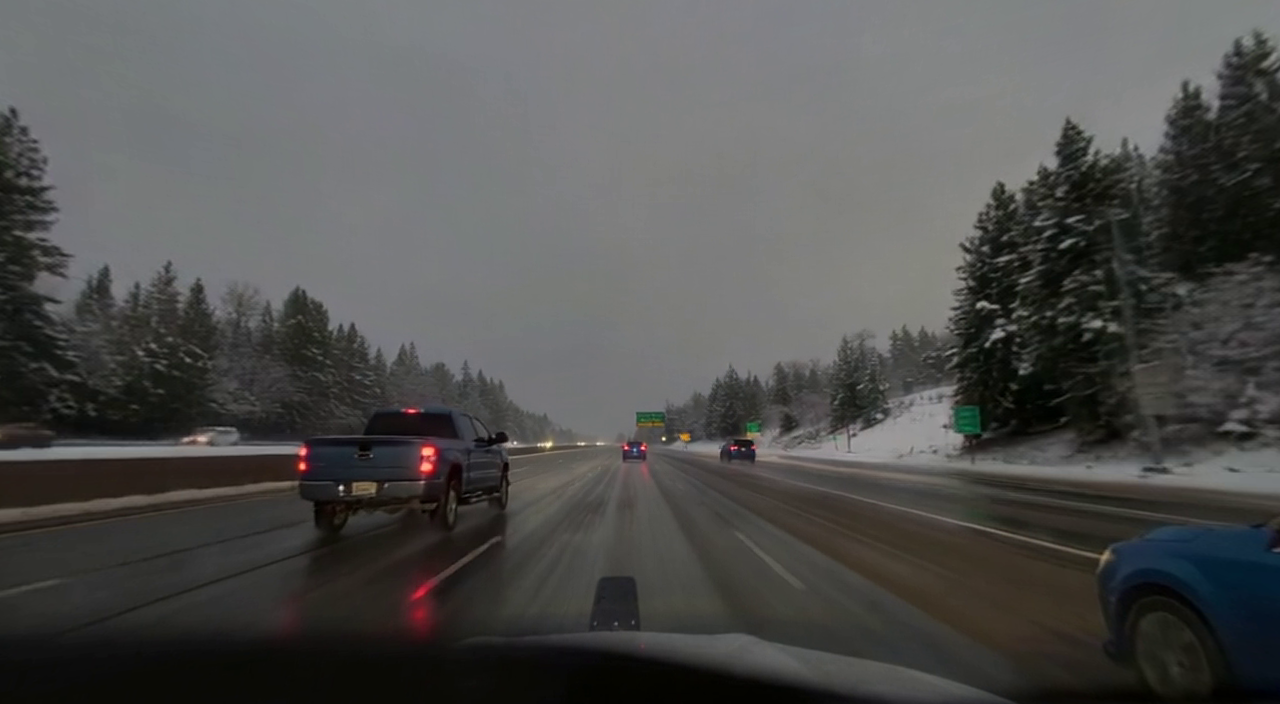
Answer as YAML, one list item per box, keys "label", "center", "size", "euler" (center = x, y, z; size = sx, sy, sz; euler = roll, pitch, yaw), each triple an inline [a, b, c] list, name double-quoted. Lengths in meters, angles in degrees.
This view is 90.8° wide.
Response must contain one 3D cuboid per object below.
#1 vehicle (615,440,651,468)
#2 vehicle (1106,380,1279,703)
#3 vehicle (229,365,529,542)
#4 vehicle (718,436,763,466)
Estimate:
- label: "vehicle"
  center: [-0.456, 6.498, 40.461]
  size: [2.157, 1.642, 4.189]
  euler: [0, -9, -1]
- label: "vehicle"
  center: [3.063, 0.592, 0.293]
  size: [2.072, 1.501, 4.694]
  euler: [0, -9, -1]
- label: "vehicle"
  center: [-3.759, 1.698, 10.903]
  size: [2.592, 2.179, 6.034]
  euler: [0, -9, 0]
- label: "vehicle"
  center: [6.752, 6.758, 43.126]
  size: [2.103, 1.898, 5.310]
  euler: [0, -9, -1]
